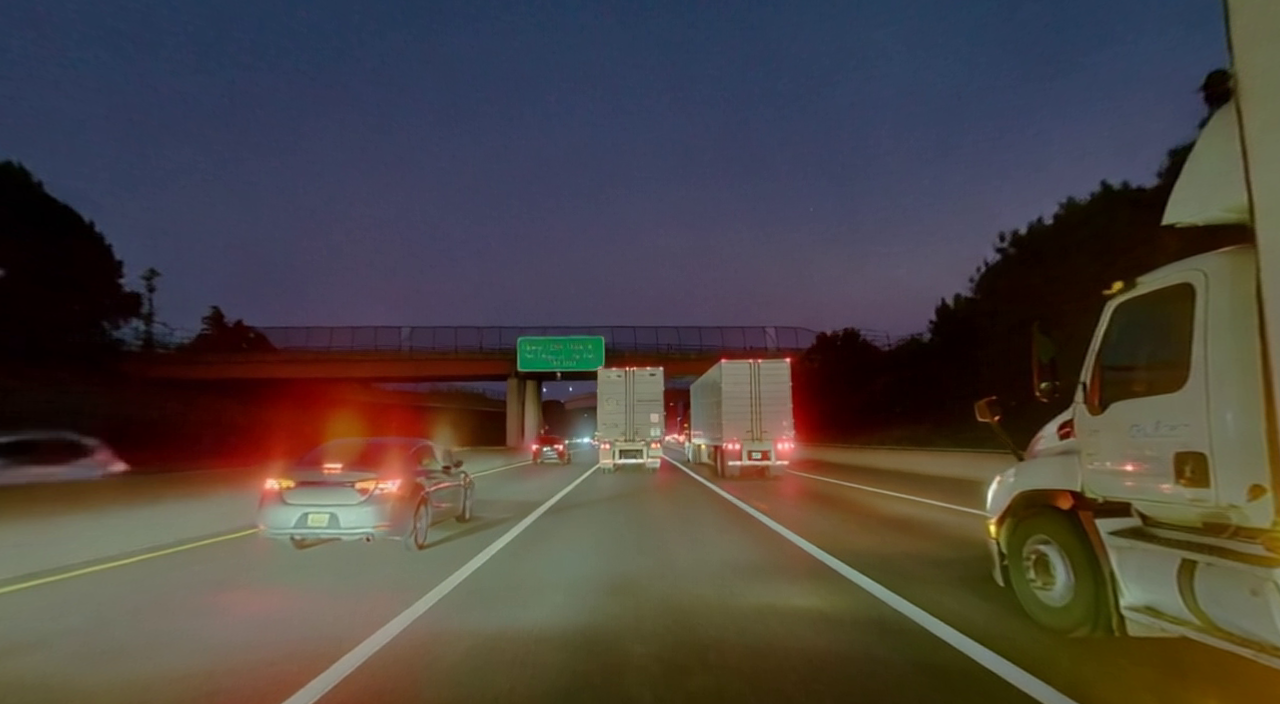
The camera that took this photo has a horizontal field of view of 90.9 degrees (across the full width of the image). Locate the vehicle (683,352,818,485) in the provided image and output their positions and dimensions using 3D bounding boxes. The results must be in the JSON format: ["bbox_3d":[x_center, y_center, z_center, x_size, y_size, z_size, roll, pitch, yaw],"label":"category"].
[{"bbox_3d":[3.625,2.696,24.257,2.817,3.886,11.491,0,-8,-1],"label":"vehicle"}]

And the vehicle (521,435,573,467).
[{"bbox_3d":[-4.458,4.799,30.832,2.049,1.483,3.786,0,-8,-1],"label":"vehicle"}]

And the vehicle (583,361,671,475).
[{"bbox_3d":[-0.505,3.051,27.760,3.090,4.065,10.702,0,-8,-1],"label":"vehicle"}]

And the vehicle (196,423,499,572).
[{"bbox_3d":[-3.404,1.750,8.582,1.894,1.460,4.662,0,-8,0],"label":"vehicle"}]

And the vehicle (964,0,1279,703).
[{"bbox_3d":[3.937,-0.428,1.398,3.074,3.896,5.910,0,-8,-1],"label":"vehicle"}]

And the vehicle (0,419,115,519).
[{"bbox_3d":[-11.380,1.894,10.173,1.925,1.607,4.500,0,-8,0],"label":"vehicle"}]
